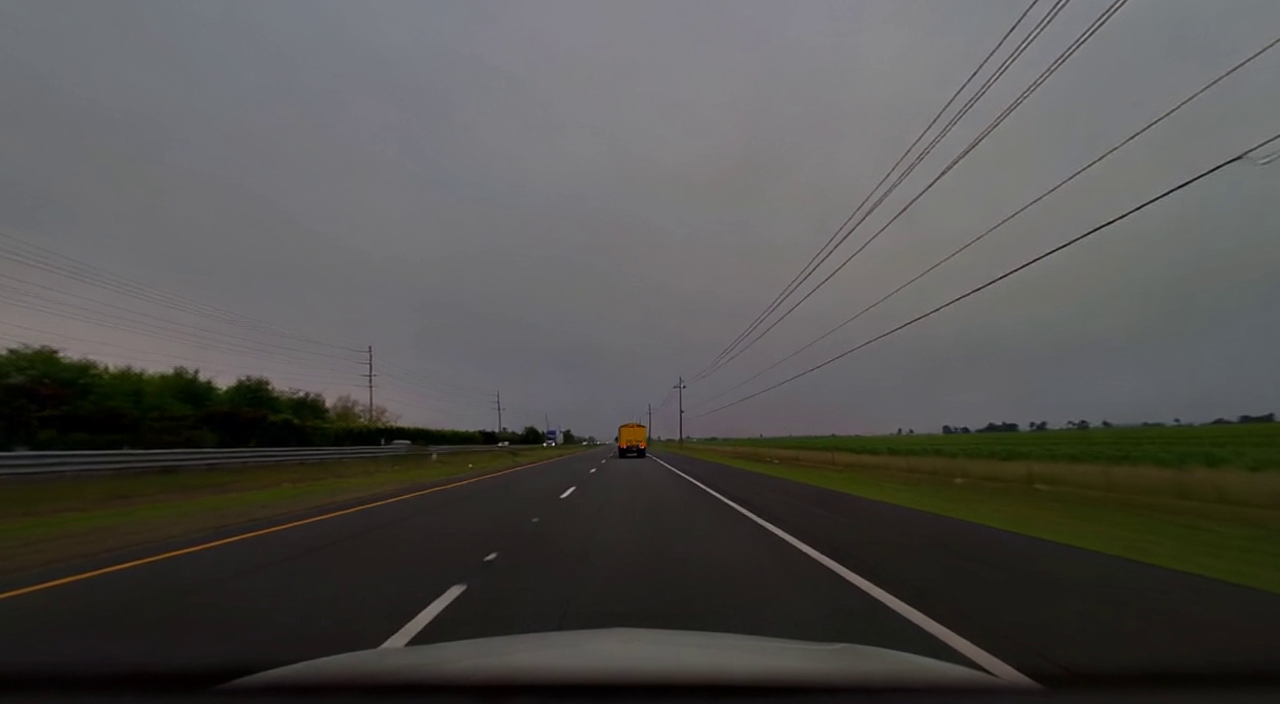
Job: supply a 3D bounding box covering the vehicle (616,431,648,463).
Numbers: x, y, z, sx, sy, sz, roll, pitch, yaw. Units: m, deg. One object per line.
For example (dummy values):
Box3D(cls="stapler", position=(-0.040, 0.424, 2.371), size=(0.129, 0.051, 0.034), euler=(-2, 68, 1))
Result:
Box3D(cls="vehicle", position=(-0.651, 6.898, 45.839), size=(2.240, 2.129, 4.480), euler=(0, -8, -2))
